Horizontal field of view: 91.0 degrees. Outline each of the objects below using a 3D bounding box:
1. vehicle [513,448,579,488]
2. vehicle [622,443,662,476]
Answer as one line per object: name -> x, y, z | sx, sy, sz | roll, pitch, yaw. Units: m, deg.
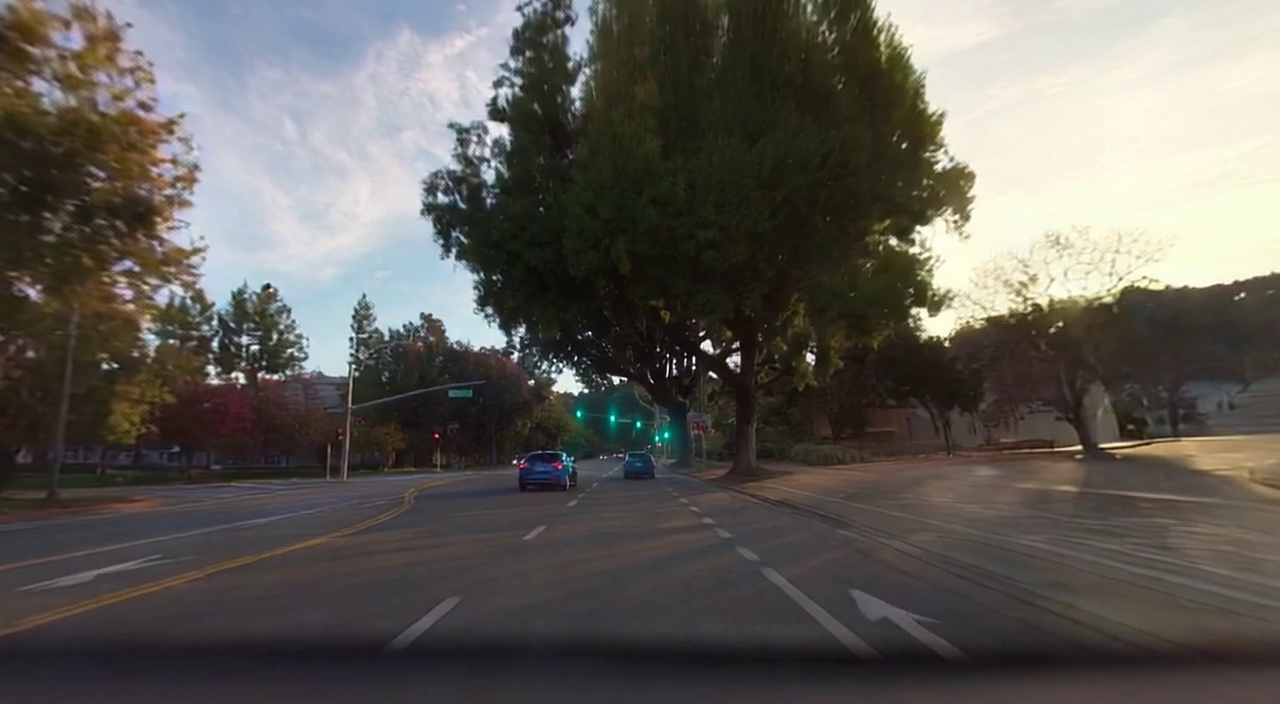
vehicle -> -3.732, 4.652, 25.655 | 2.036, 1.447, 4.044 | 0, -8, 0
vehicle -> 0.029, 6.262, 37.076 | 2.215, 1.799, 4.426 | 0, -8, -1
